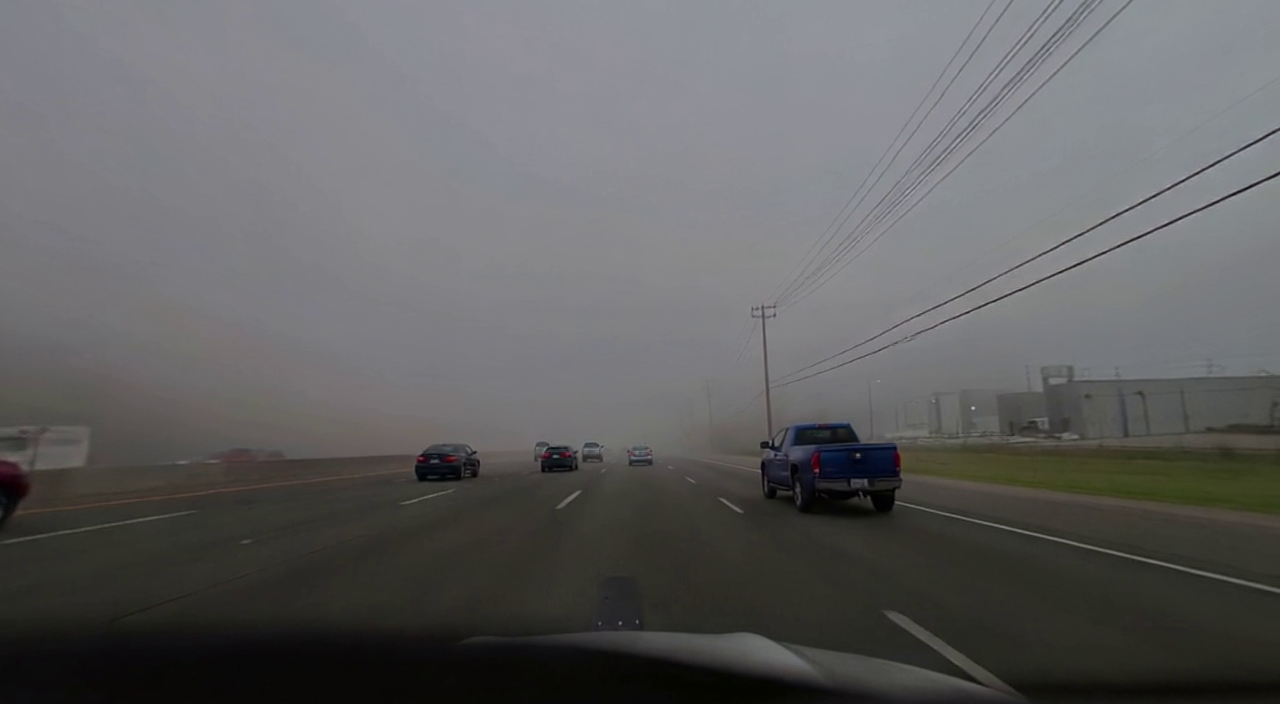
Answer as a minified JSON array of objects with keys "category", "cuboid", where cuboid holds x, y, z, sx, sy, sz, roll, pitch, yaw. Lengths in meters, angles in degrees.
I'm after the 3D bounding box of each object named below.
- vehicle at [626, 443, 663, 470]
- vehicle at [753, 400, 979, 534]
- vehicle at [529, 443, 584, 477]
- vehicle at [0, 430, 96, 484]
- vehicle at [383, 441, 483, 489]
[{"category":"vehicle","cuboid":[0.235,6.007,36.462,2.030,1.471,4.115,0,-8,0]},{"category":"vehicle","cuboid":[3.730,2.032,11.743,2.231,1.919,5.086,0,-8,-1]},{"category":"vehicle","cuboid":[-3.783,4.951,29.344,1.938,1.444,4.206,0,-8,0]},{"category":"vehicle","cuboid":[-38.098,6.500,39.139,2.716,3.066,6.526,0,-9,1]},{"category":"vehicle","cuboid":[-7.167,3.935,22.468,1.959,1.496,4.740,0,-8,0]}]
